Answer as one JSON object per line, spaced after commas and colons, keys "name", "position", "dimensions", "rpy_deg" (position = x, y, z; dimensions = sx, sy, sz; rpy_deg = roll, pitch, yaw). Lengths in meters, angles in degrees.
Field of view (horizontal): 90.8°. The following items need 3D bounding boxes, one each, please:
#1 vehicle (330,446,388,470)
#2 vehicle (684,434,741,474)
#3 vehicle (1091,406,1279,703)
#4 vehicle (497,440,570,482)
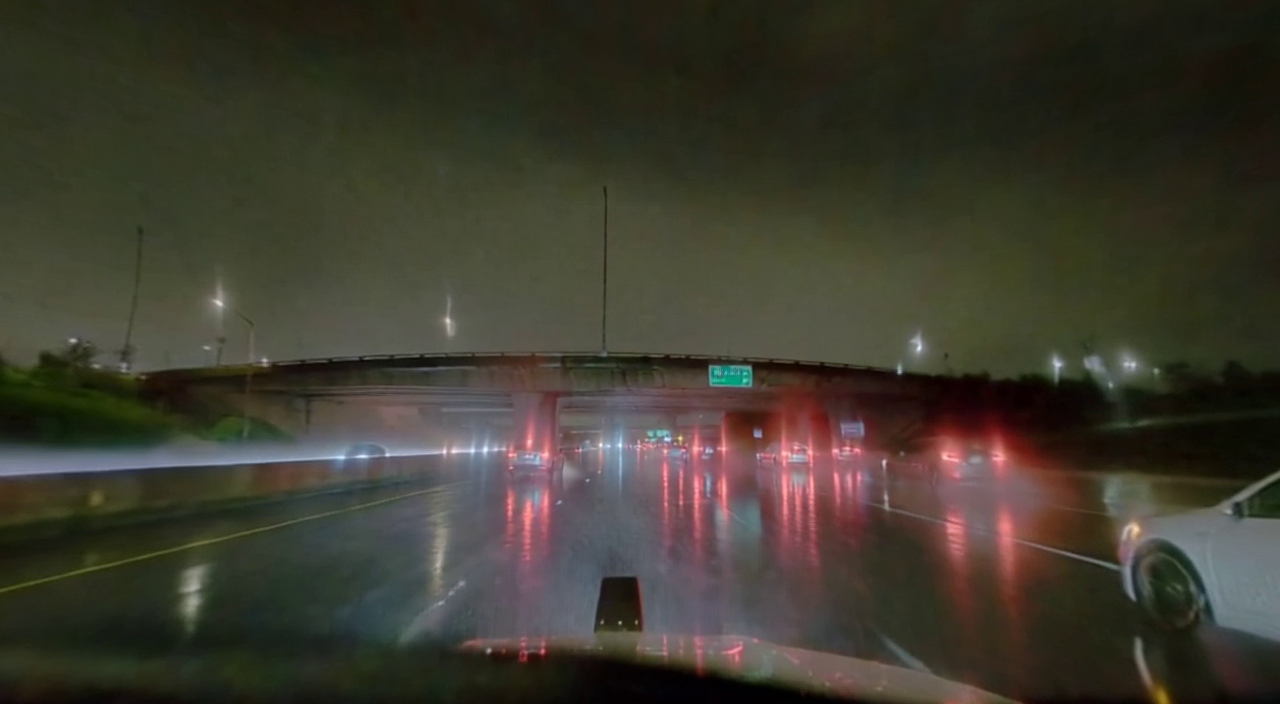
{"name": "vehicle", "position": [-18.238, 6.862, 41.145], "dimensions": [1.877, 1.456, 4.569], "rpy_deg": [0, -9, -3]}
{"name": "vehicle", "position": [3.401, 4.904, 30.404], "dimensions": [2.072, 1.761, 4.242], "rpy_deg": [0, -9, -2]}
{"name": "vehicle", "position": [3.992, 0.848, 2.017], "dimensions": [1.989, 1.472, 4.322], "rpy_deg": [-1, -9, 2]}
{"name": "vehicle", "position": [-4.114, 4.296, 25.173], "dimensions": [1.997, 1.476, 4.703], "rpy_deg": [0, -9, 1]}
